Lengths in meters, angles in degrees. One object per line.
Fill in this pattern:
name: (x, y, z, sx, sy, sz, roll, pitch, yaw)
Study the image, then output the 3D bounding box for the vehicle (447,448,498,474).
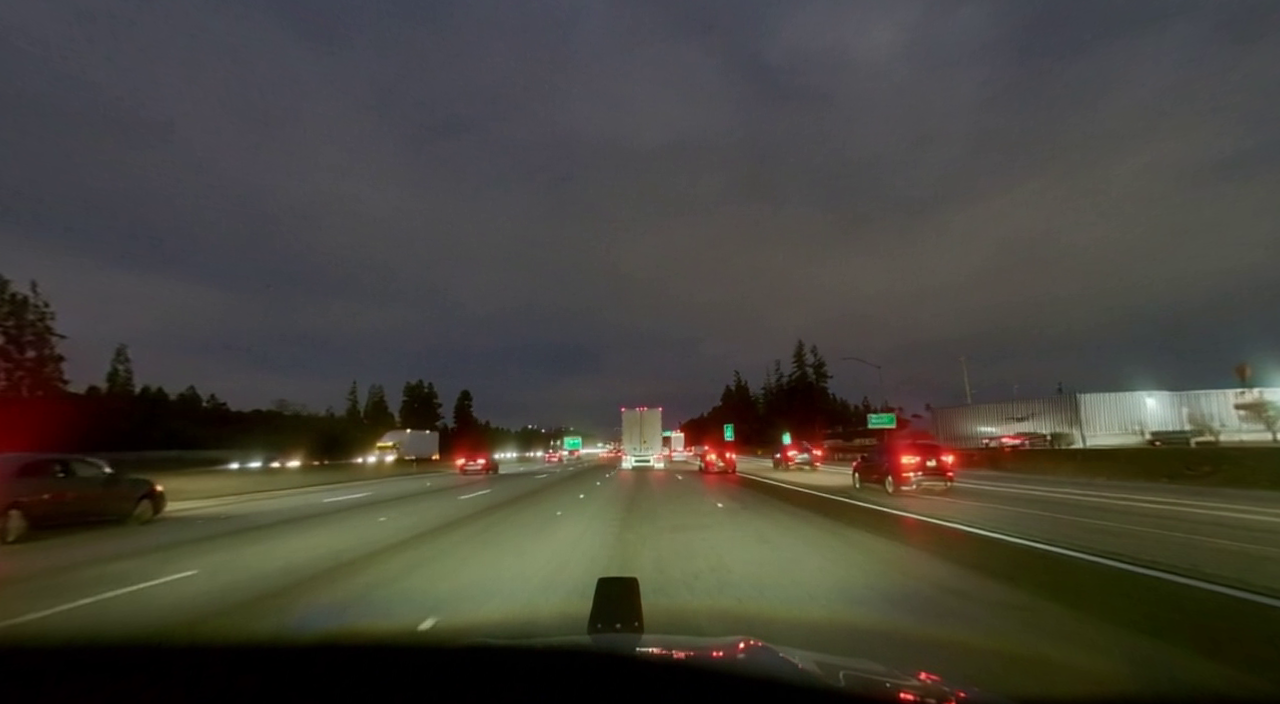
vehicle: (-10.579, 6.927, 40.167, 2.015, 1.521, 4.550, 0, -9, 0)

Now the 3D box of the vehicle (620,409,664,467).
vehicle: (0.315, 6.709, 48.619, 3.012, 3.928, 10.262, 0, -9, 2)

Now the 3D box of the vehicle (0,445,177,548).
vehicle: (-10.690, 2.374, 10.756, 2.005, 1.547, 4.635, 0, -9, 0)

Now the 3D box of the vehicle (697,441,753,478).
vehicle: (4.076, 5.271, 31.102, 2.107, 1.707, 4.445, 0, -9, 0)

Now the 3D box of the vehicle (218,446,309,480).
vehicle: (-23.668, 6.968, 39.920, 2.313, 1.953, 5.311, 0, -9, 2)
